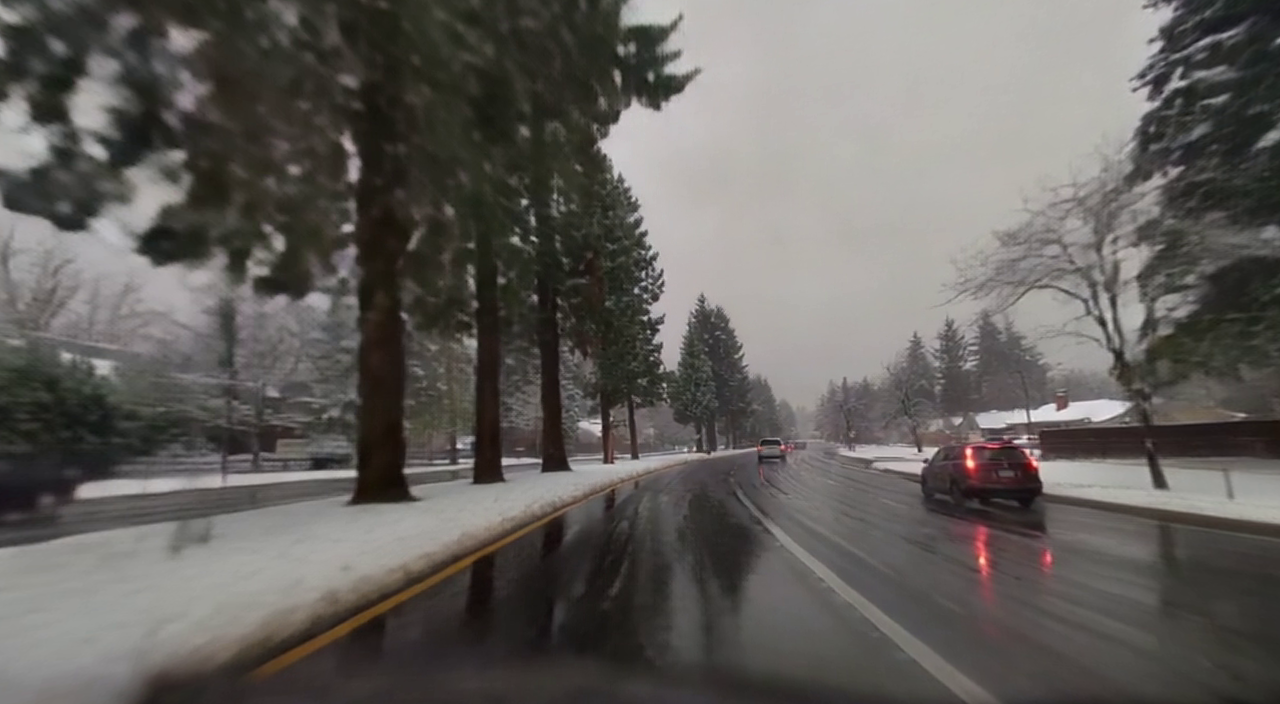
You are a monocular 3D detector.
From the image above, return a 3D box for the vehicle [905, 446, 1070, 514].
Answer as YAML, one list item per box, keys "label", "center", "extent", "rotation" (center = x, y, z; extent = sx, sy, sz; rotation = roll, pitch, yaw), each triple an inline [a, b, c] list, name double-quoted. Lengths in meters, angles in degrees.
- label: "vehicle"
  center: [8.441, 3.101, 15.852]
  extent: [1.855, 1.444, 4.389]
  rotation: [-1, -8, 4]

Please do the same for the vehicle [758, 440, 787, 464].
- label: "vehicle"
  center: [10.093, 7.609, 48.025]
  extent: [1.991, 1.684, 4.127]
  rotation: [-2, -9, 11]
